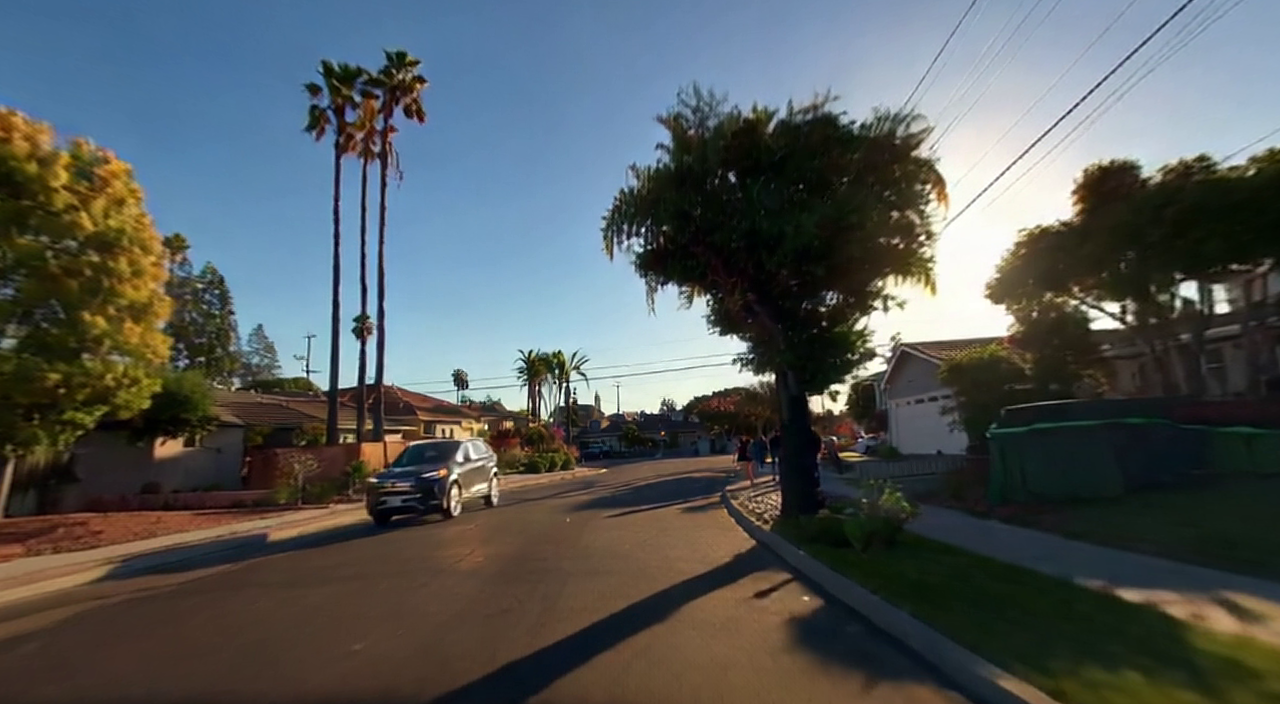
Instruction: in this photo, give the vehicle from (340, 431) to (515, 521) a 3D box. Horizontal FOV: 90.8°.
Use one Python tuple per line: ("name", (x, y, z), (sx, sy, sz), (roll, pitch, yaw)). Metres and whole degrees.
("vehicle", (-4.692, 2.831, 14.892), (2.208, 1.758, 4.529), (-1, -9, 5))
